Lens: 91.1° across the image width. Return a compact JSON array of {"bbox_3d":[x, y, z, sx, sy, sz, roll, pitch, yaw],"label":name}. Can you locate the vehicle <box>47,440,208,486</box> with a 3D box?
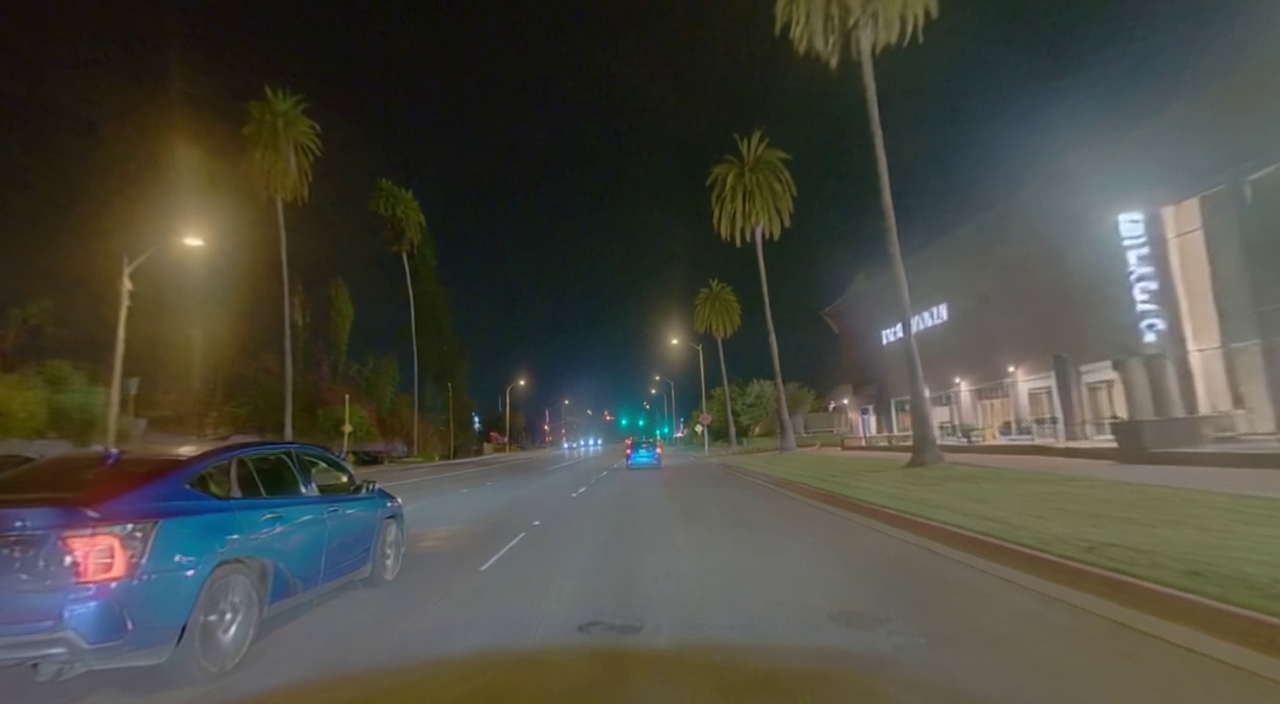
[{"bbox_3d":[-22.078,4.763,27.226,4.961,1.894,2.256,0,-8,0],"label":"vehicle"}]

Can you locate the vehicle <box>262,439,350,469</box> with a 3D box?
[{"bbox_3d":[-21.845,6.666,41.168,4.536,1.838,2.042,0,-8,2],"label":"vehicle"}]

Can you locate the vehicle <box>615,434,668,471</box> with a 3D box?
[{"bbox_3d":[0.062,4.380,27.539,2.144,1.514,4.063,0,-8,0],"label":"vehicle"}]

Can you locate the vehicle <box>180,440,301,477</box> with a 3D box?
[{"bbox_3d":[-21.323,5.675,33.676,4.979,1.893,2.084,0,-8,-2],"label":"vehicle"}]
